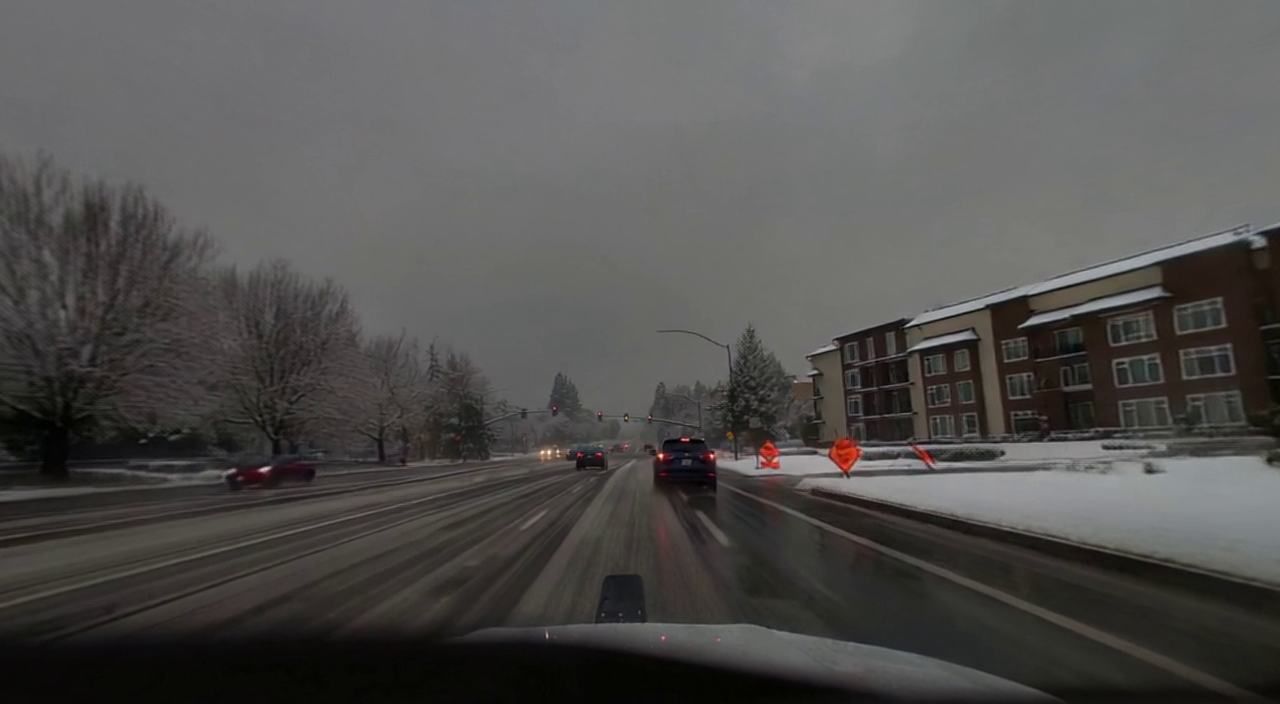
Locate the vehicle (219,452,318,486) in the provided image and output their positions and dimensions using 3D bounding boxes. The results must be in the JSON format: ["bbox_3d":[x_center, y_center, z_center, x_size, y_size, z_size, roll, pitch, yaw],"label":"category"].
[{"bbox_3d":[-18.001,5.661,30.917,1.883,1.494,4.795,0,-8,1],"label":"vehicle"}]

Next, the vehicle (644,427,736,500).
[{"bbox_3d":[1.269,3.142,18.167,2.197,1.835,4.316,0,-8,-1],"label":"vehicle"}]

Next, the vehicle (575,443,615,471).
[{"bbox_3d":[-2.793,6.585,39.889,2.121,1.654,3.993,0,-8,1],"label":"vehicle"}]
